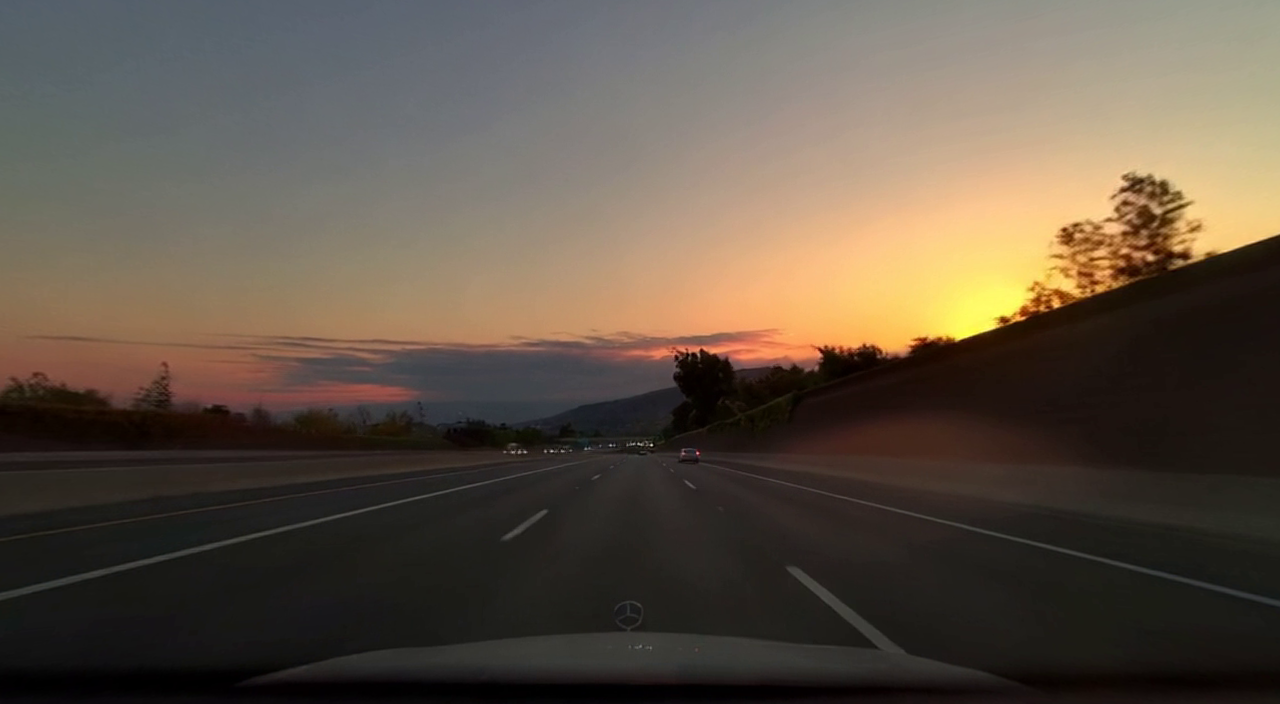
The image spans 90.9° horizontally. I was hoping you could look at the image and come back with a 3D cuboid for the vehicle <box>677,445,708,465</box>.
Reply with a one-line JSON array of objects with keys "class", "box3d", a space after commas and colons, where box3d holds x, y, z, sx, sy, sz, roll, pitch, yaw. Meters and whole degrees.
[{"class": "vehicle", "box3d": [4.104, 8.131, 49.849, 2.003, 1.520, 4.058, 0, -8, -1]}]
